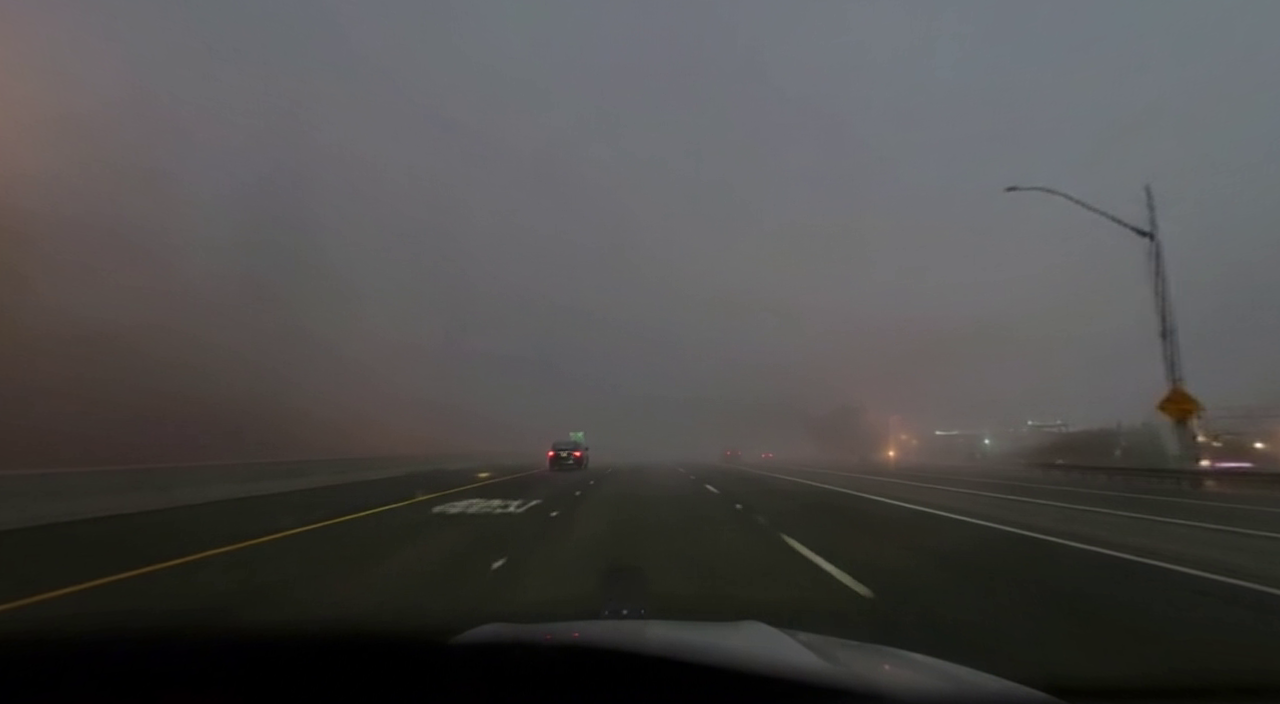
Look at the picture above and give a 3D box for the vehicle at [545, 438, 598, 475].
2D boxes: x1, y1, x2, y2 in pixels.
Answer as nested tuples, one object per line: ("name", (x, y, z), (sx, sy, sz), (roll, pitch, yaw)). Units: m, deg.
("vehicle", (-3.377, 5.209, 31.799), (2.072, 1.706, 4.359), (0, -8, 2))
